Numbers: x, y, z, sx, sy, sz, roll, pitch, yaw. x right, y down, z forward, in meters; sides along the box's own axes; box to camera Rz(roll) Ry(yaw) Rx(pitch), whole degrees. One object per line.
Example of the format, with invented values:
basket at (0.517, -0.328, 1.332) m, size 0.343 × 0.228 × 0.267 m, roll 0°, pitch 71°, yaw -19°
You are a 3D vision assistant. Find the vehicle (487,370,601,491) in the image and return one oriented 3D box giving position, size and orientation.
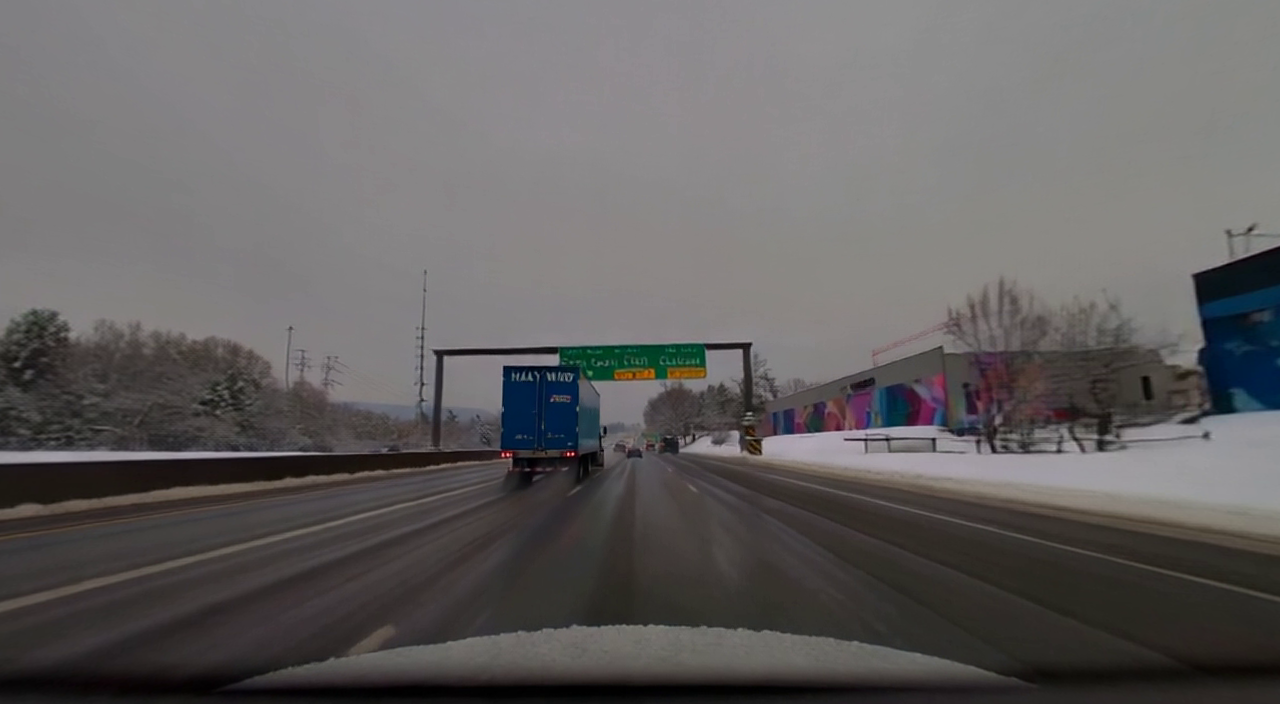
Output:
vehicle at (-3.549, 3.204, 26.151) m, size 2.977 × 4.048 × 8.890 m, roll 2°, pitch -7°, yaw 2°
